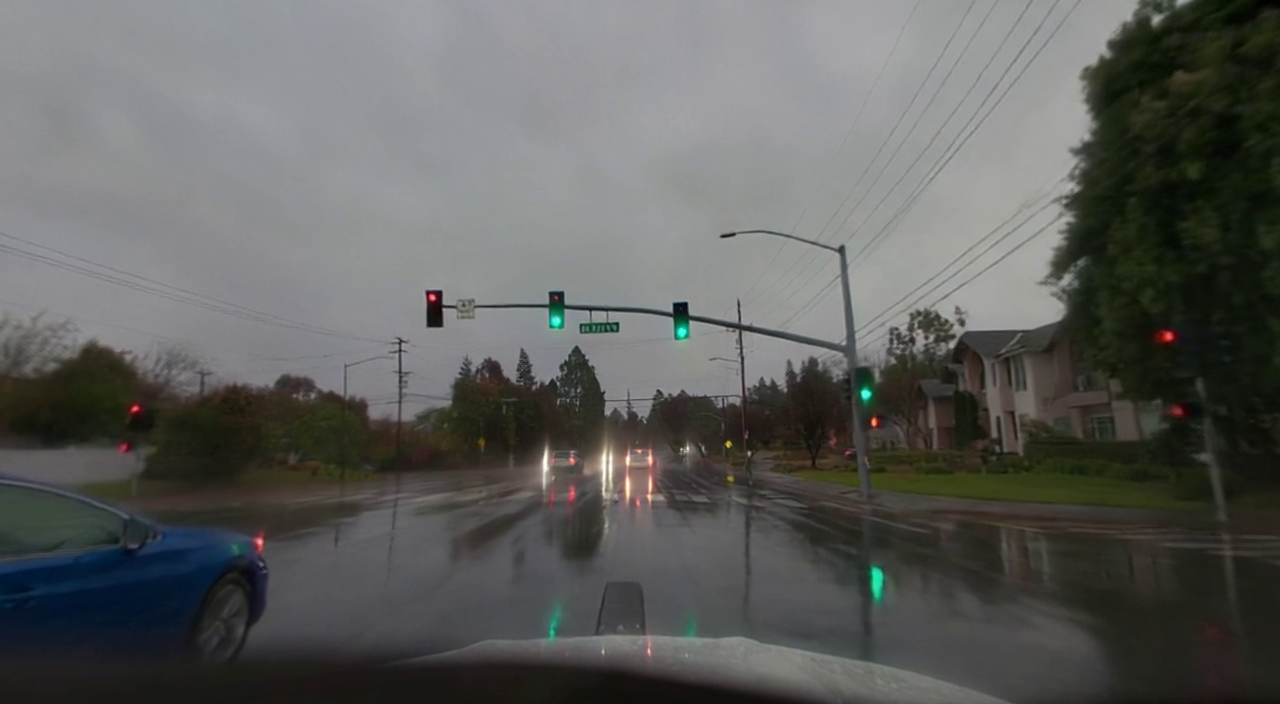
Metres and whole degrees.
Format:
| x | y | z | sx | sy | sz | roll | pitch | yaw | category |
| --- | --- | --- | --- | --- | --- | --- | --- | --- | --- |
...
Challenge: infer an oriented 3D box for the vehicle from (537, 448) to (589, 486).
| x | y | z | sx | sy | sz | roll | pitch | yaw | category |
| --- | --- | --- | --- | --- | --- | --- | --- | --- | --- |
| -3.641 | 5.508 | 30.597 | 1.899 | 1.685 | 4.121 | 0 | -9 | 2 | vehicle |

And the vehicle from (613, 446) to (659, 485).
| x | y | z | sx | sy | sz | roll | pitch | yaw | category |
| --- | --- | --- | --- | --- | --- | --- | --- | --- | --- |
| -0.153 | 5.728 | 32.158 | 2.155 | 1.836 | 4.250 | 0 | -9 | 1 | vehicle |

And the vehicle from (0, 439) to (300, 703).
| x | y | z | sx | sy | sz | roll | pitch | yaw | category |
| --- | --- | --- | --- | --- | --- | --- | --- | --- | --- |
| -3.490 | 1.040 | 2.418 | 1.901 | 1.409 | 4.442 | 0 | -9 | 0 | vehicle |

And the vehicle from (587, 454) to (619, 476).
| x | y | z | sx | sy | sz | roll | pitch | yaw | category |
| --- | --- | --- | --- | --- | --- | --- | --- | --- | --- |
| -2.720 | 8.453 | 47.449 | 1.863 | 1.449 | 4.153 | 0 | -9 | 3 | vehicle |
